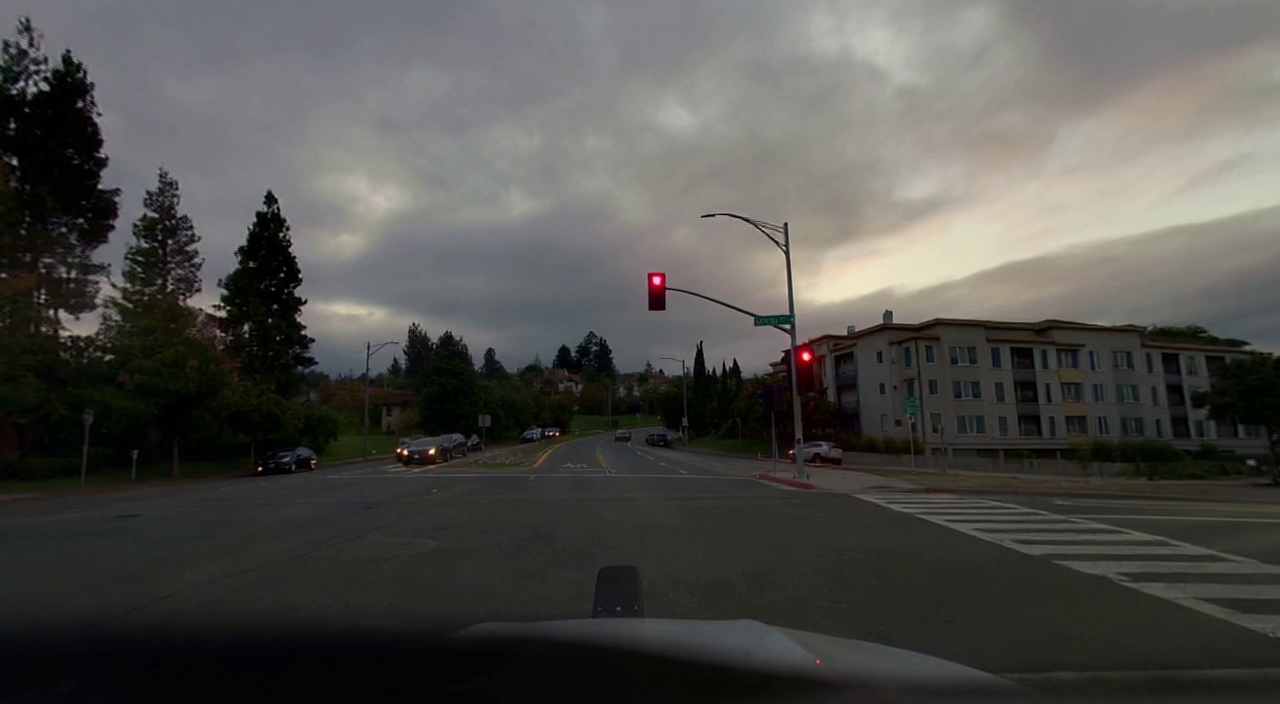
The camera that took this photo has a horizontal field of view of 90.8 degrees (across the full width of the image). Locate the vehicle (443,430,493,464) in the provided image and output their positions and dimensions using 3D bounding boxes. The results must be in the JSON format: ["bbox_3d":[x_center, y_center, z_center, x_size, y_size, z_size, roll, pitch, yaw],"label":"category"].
[{"bbox_3d":[-9.782,5.456,36.174,1.910,1.818,4.057,0,-9,-3],"label":"vehicle"}]

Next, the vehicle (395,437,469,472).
[{"bbox_3d":[-9.673,4.797,29.785,2.116,1.521,4.294,0,-9,-2],"label":"vehicle"}]

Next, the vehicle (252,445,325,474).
[{"bbox_3d":[-21.062,6.468,38.107,1.981,1.628,4.336,0,-9,-1],"label":"vehicle"}]
